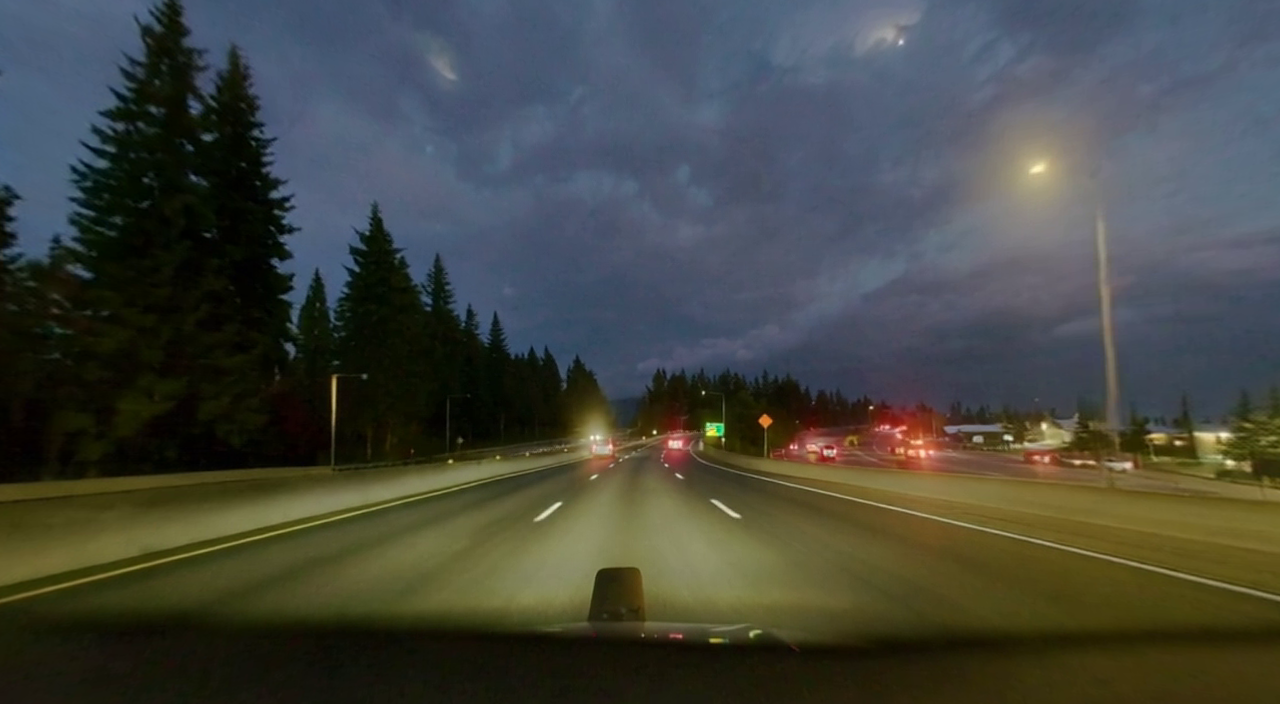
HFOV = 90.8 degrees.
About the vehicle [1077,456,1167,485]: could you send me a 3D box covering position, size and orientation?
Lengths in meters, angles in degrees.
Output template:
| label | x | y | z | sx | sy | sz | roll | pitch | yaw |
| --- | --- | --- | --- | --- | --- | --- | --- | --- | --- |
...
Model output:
| label | x | y | z | sx | sy | sz | roll | pitch | yaw |
| --- | --- | --- | --- | --- | --- | --- | --- | --- | --- |
| vehicle | 35.366 | 8.645 | 46.383 | 5.275 | 1.756 | 2.198 | 0 | -6 | -11 |
